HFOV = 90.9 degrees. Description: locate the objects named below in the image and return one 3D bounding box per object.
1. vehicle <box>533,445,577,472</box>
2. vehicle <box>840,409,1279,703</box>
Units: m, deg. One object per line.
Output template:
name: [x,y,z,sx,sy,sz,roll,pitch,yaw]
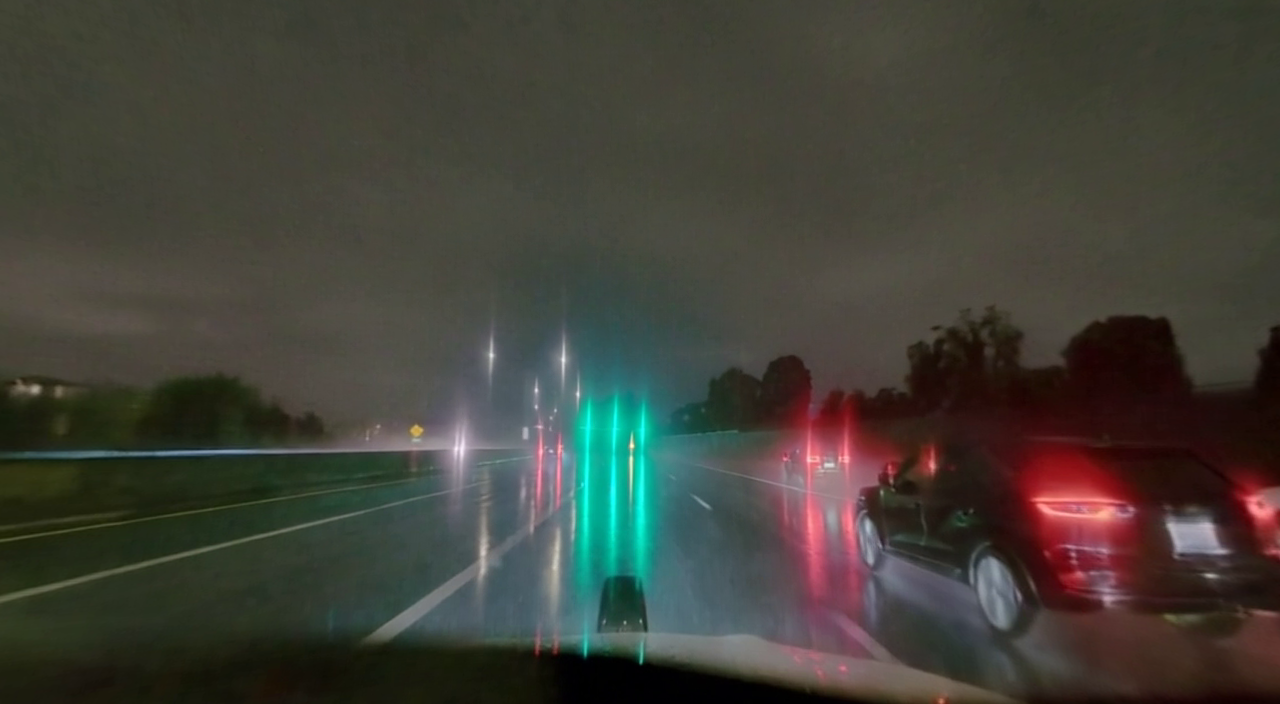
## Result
vehicle: [-4.852,6.149,36.725,2.014,1.481,4.156,0,-8,-1]
vehicle: [3.256,1.292,4.562,2.030,1.490,4.737,0,-8,0]
